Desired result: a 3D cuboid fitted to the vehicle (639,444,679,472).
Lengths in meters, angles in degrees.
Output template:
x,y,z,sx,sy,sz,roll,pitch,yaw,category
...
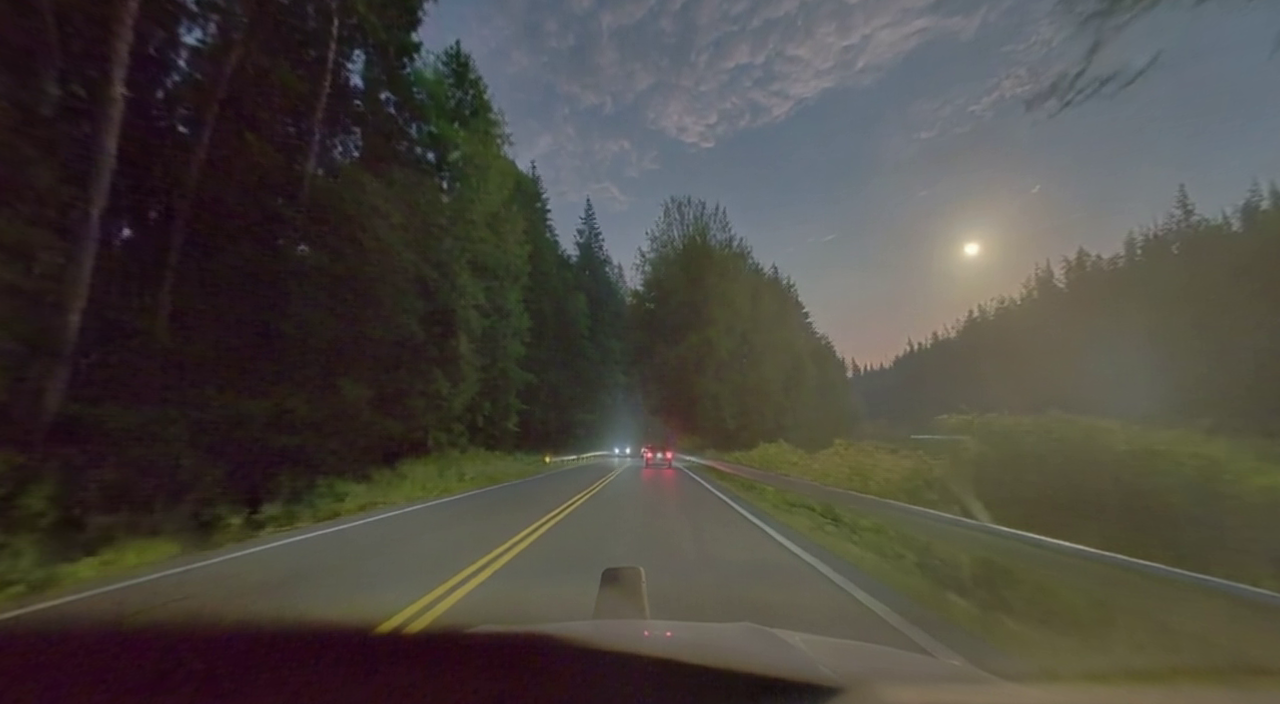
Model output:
x,y,z,sx,sy,sz,roll,pitch,yaw,category
1.027,5.999,35.827,2.120,1.491,4.349,0,-9,1,vehicle
